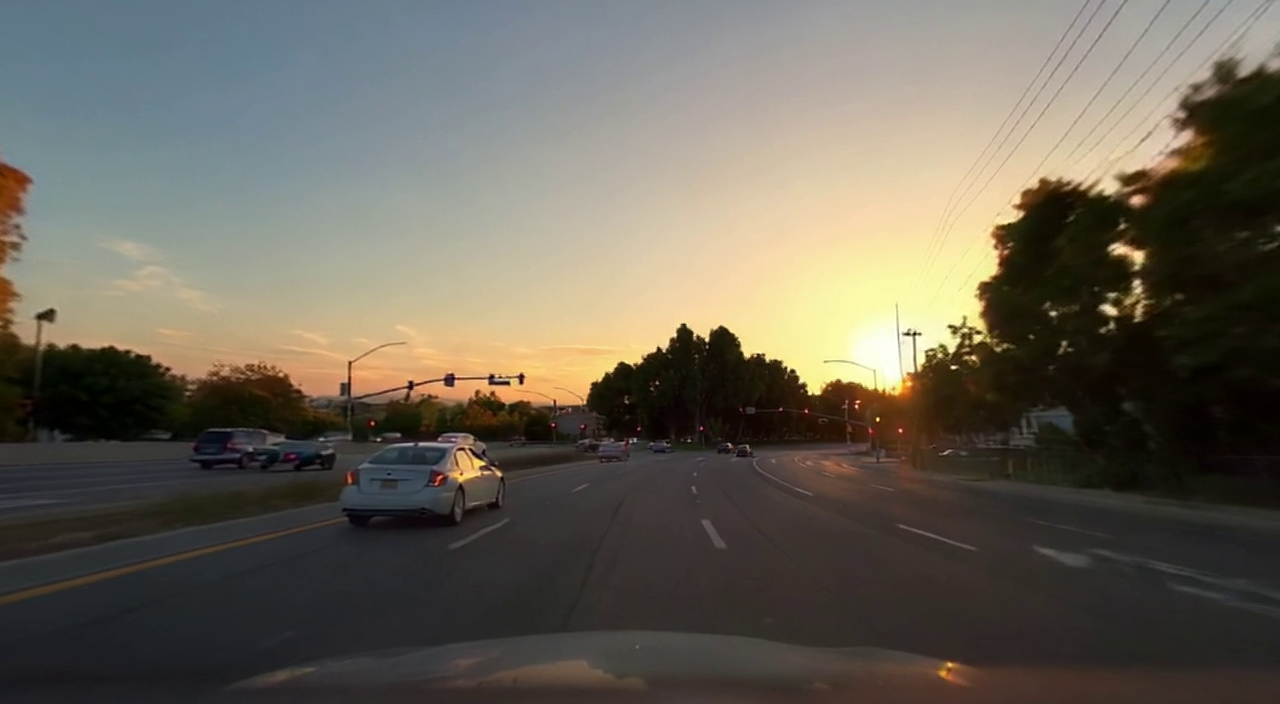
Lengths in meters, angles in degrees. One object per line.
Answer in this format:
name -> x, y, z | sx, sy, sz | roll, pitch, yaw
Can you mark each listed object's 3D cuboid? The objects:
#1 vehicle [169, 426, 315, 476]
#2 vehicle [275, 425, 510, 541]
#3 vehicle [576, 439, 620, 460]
vehicle -> -13.146, 3.312, 21.251 | 1.984, 1.488, 4.258 | -1, -9, 3
vehicle -> -3.600, 1.988, 10.202 | 1.934, 1.463, 4.220 | 0, -9, 2
vehicle -> -3.142, 7.503, 48.514 | 2.080, 1.495, 5.242 | -2, -9, 12
